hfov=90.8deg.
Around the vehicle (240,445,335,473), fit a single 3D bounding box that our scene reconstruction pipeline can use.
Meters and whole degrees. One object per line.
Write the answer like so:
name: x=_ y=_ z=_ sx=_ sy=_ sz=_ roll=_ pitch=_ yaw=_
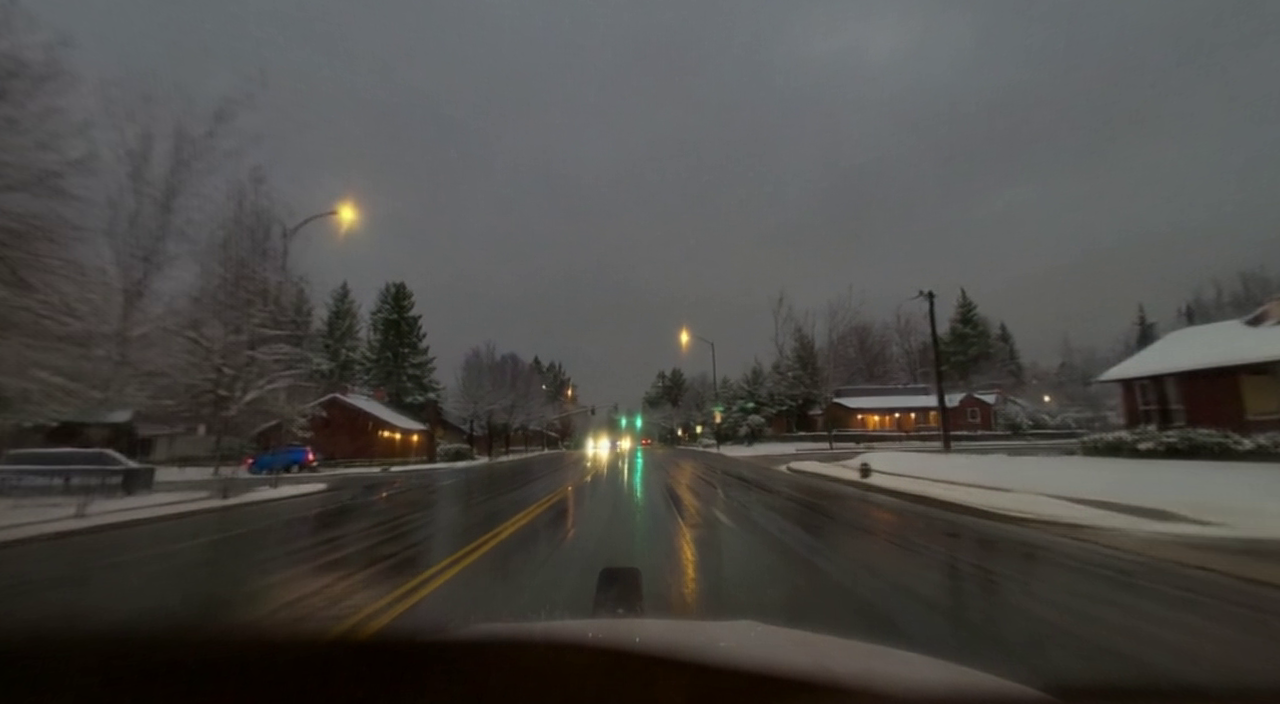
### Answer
vehicle: x=-26.020 y=7.890 z=46.924 sx=2.239 sy=1.961 sz=5.660 roll=-6 pitch=-10 yaw=33
